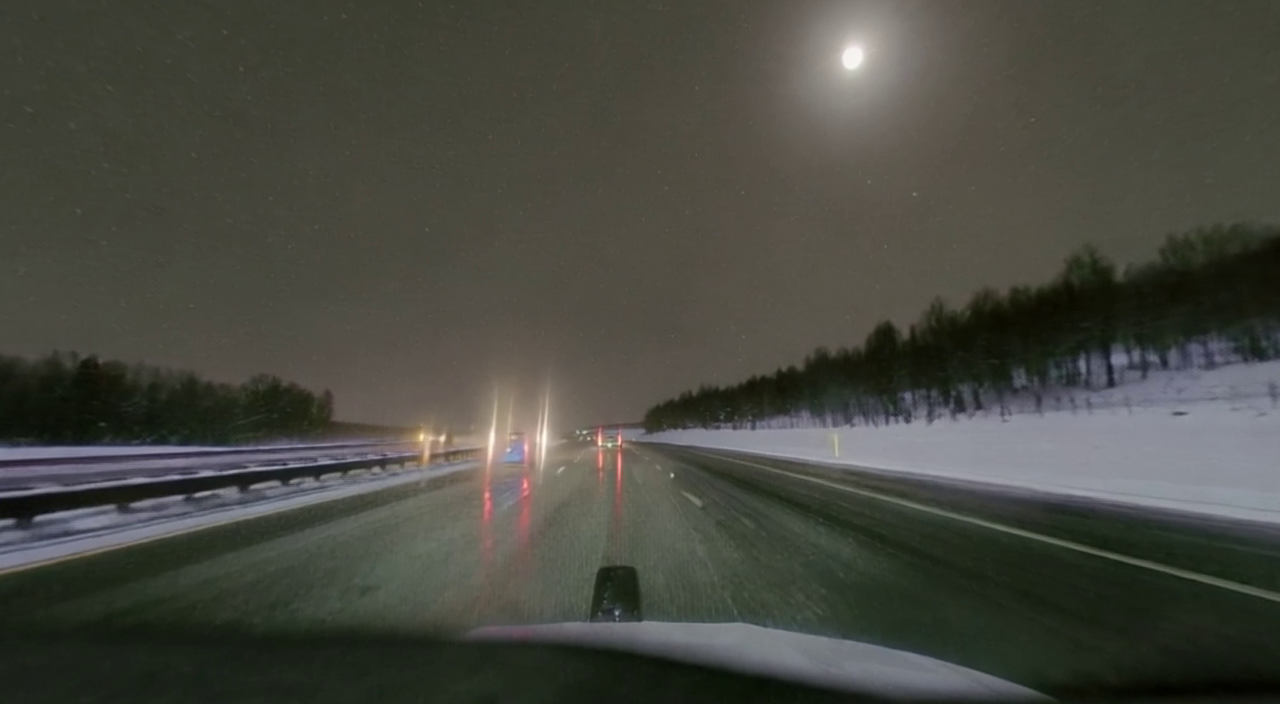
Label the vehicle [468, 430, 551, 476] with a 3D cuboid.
[{"bbox_3d":[-4.785,3.766,23.912,2.141,1.534,5.099,0,-8,-1],"label":"vehicle"}]

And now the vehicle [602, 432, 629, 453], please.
[{"bbox_3d":[-1.908,7.012,48.988,1.997,1.589,4.179,0,-8,-2],"label":"vehicle"}]
